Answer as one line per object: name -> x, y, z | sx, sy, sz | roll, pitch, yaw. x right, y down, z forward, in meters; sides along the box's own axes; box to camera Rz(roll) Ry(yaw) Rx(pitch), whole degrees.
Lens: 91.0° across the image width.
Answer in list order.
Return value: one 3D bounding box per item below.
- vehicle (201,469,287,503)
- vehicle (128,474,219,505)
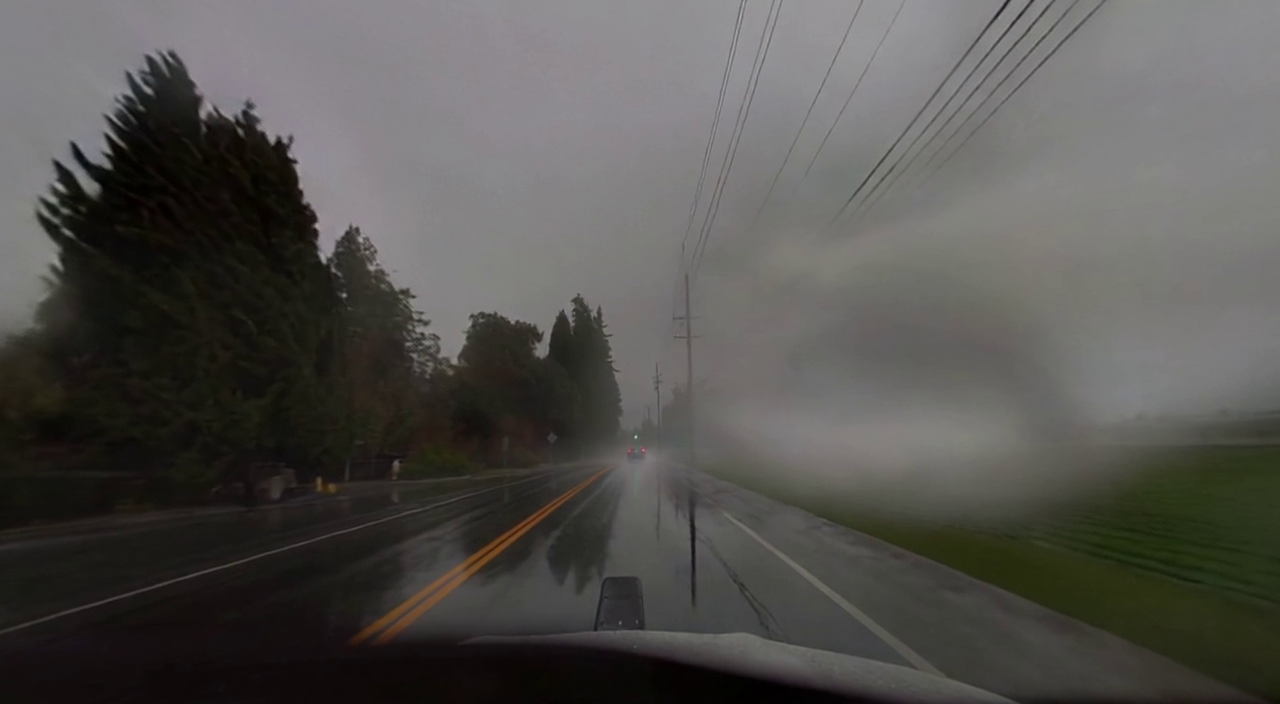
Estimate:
vehicle -> -27.891, 9.449, 44.383 | 4.729, 1.830, 2.178 | -5, -8, 3
vehicle -> -31.118, 9.169, 42.063 | 4.468, 1.848, 2.034 | -1, -8, 2
